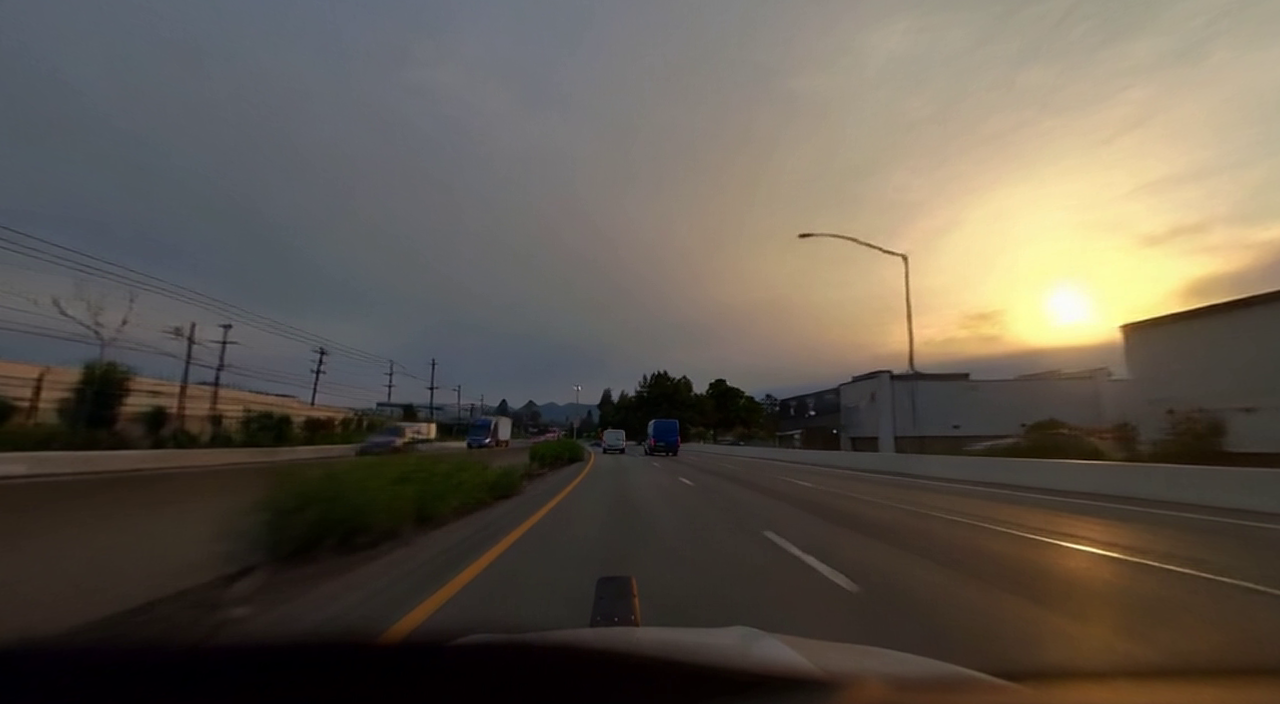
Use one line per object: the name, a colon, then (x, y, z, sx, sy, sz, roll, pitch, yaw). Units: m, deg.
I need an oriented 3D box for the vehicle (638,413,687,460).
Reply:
vehicle: (1.502, 6.199, 45.975, 2.713, 3.140, 6.640, 0, -8, -5)
